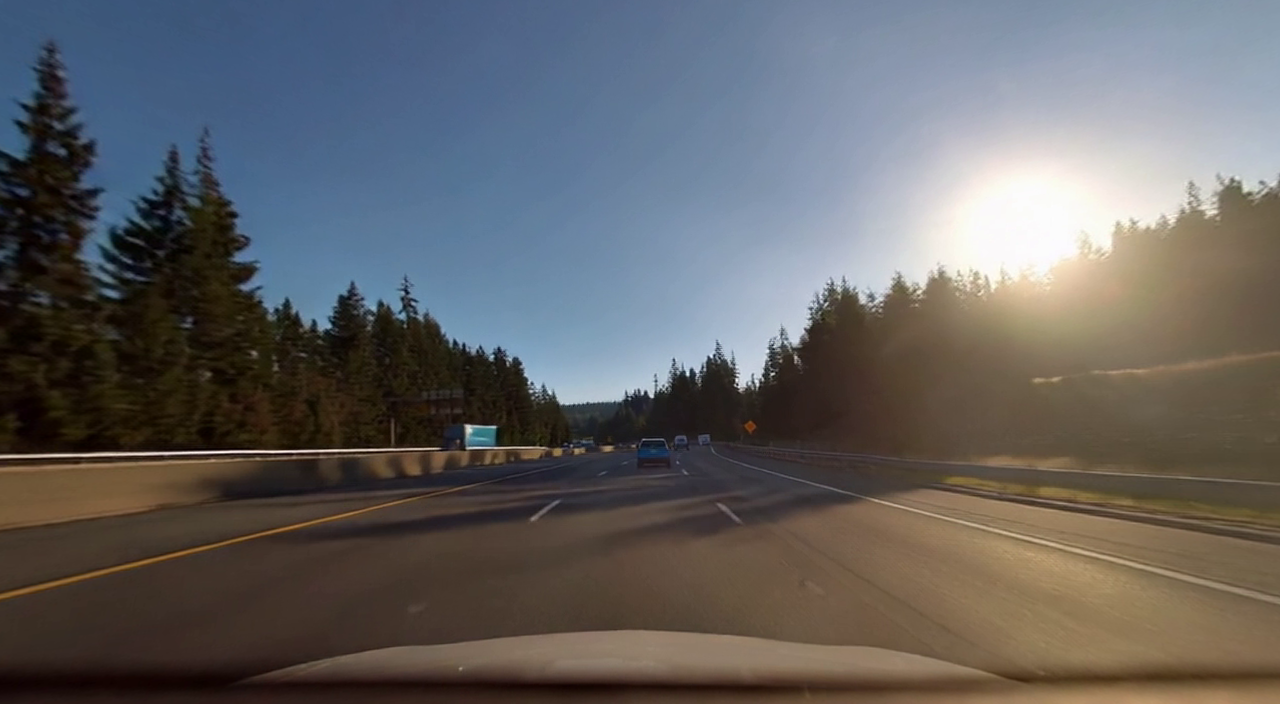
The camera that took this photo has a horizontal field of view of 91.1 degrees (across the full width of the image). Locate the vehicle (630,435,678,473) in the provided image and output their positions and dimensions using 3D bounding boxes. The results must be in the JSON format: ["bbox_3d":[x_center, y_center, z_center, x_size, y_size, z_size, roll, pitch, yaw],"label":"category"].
[{"bbox_3d":[0.669,4.894,30.439,2.133,1.686,4.203,0,-8,1],"label":"vehicle"}]
